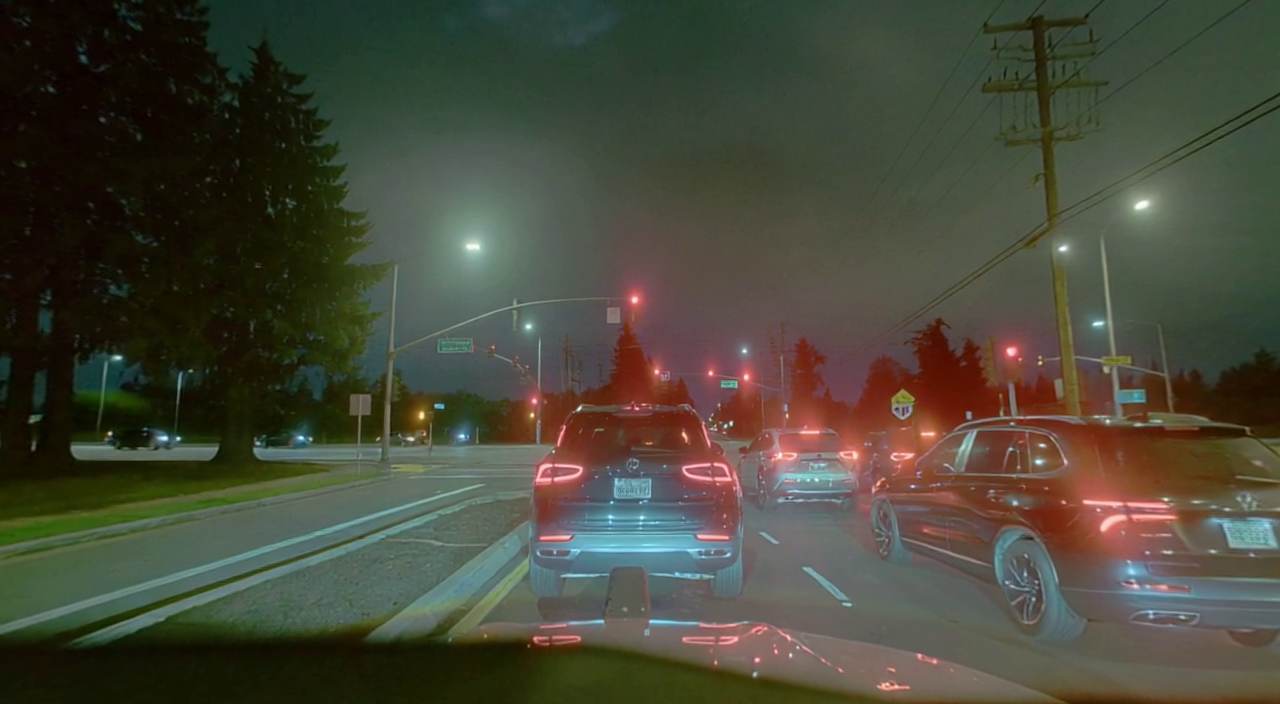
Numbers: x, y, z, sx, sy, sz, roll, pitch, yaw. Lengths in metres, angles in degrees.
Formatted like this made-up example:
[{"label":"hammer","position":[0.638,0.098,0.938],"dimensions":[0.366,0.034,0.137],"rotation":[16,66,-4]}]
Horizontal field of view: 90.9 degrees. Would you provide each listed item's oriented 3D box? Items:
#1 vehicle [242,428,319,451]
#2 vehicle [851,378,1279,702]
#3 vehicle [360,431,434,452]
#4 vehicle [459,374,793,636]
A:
[{"label":"vehicle","position":[-26.863,6.546,47.195],"dimensions":[4.587,1.639,1.878],"rotation":[0,-8,0]},{"label":"vehicle","position":[3.557,1.299,5.564],"dimensions":[1.948,1.677,4.437],"rotation":[0,-8,1]},{"label":"vehicle","position":[-17.779,6.578,46.349],"dimensions":[4.607,1.478,1.995],"rotation":[0,-8,0]},{"label":"vehicle","position":[-0.136,1.364,6.614],"dimensions":[2.271,1.786,4.443],"rotation":[0,-8,-1]}]
